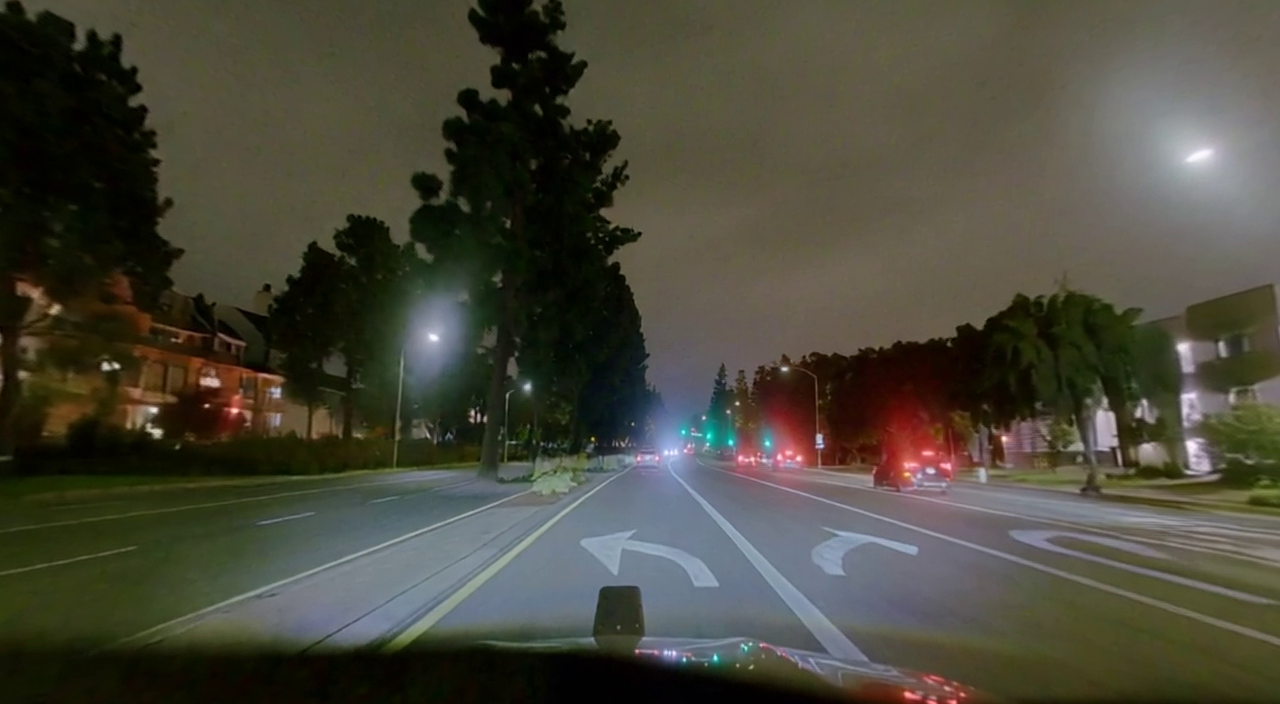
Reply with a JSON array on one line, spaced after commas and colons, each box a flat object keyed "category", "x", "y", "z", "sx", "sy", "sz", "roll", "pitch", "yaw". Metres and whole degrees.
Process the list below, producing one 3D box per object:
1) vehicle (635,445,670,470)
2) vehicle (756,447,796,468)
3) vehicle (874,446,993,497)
[{"category": "vehicle", "x": 0.728, "y": 6.556, "z": 39.367, "sx": 2.077, "sy": 1.477, "sz": 3.897, "roll": 0, "pitch": -8, "yaw": 0}, {"category": "vehicle", "x": 9.934, "y": 7.734, "z": 46.495, "sx": 1.888, "sy": 1.472, "sz": 4.350, "roll": 0, "pitch": -8, "yaw": -1}, {"category": "vehicle", "x": 9.491, "y": 3.865, "z": 20.839, "sx": 2.020, "sy": 1.472, "sz": 3.958, "roll": 0, "pitch": -8, "yaw": 0}]
